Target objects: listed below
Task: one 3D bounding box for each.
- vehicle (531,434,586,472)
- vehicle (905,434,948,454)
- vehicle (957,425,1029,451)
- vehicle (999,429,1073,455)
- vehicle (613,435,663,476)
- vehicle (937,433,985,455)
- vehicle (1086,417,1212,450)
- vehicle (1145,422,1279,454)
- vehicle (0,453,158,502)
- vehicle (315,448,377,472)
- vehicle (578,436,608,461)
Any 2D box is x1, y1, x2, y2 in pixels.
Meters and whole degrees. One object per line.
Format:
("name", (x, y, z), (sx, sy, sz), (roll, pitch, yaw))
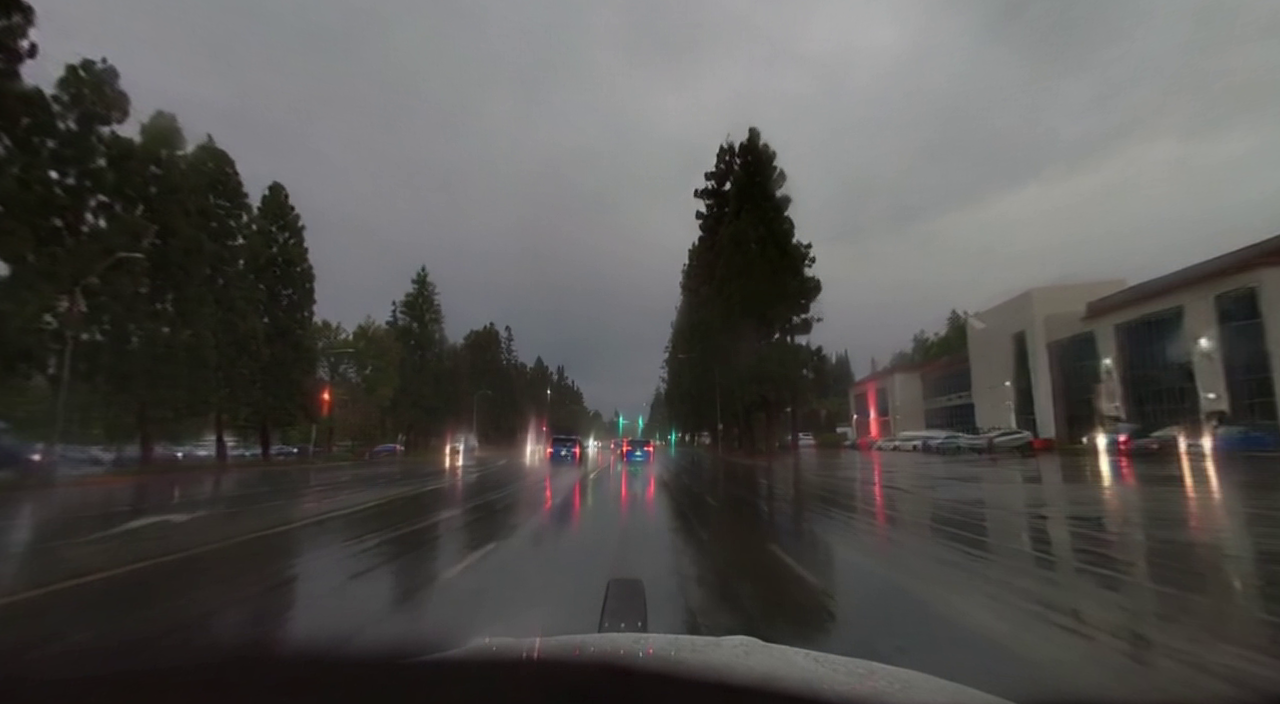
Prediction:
("vehicle", (-3.970, 5.024, 31.318), (2.113, 1.713, 4.422), (0, -8, 0))
("vehicle", (19.961, 6.427, 43.849), (1.466, 1.357, 3.288), (-1, -9, 1))
("vehicle", (24.521, 6.059, 43.839), (2.079, 1.656, 4.564), (0, -10, -4))
("vehicle", (26.790, 6.083, 42.673), (2.036, 1.668, 4.285), (1, -7, -4))
("vehicle", (-0.092, 4.508, 27.597), (2.042, 1.641, 4.187), (0, -8, 0))
("vehicle", (22.333, 6.385, 43.783), (1.487, 1.361, 3.317), (-1, -6, -1))
("vehicle", (30.297, 4.876, 37.514), (5.405, 1.896, 2.219), (-1, -8, 3))
("vehicle", (29.851, 4.496, 32.676), (5.212, 1.538, 2.086), (-1, -9, 2))
("vehicle", (-19.897, 4.367, 22.264), (1.994, 1.475, 4.521), (0, -8, 0))
("vehicle", (-19.691, 7.234, 42.275), (2.039, 1.497, 4.561), (0, -8, 0))
("vehicle", (-3.657, 7.632, 49.679), (2.047, 1.810, 4.414), (0, -8, 0))
